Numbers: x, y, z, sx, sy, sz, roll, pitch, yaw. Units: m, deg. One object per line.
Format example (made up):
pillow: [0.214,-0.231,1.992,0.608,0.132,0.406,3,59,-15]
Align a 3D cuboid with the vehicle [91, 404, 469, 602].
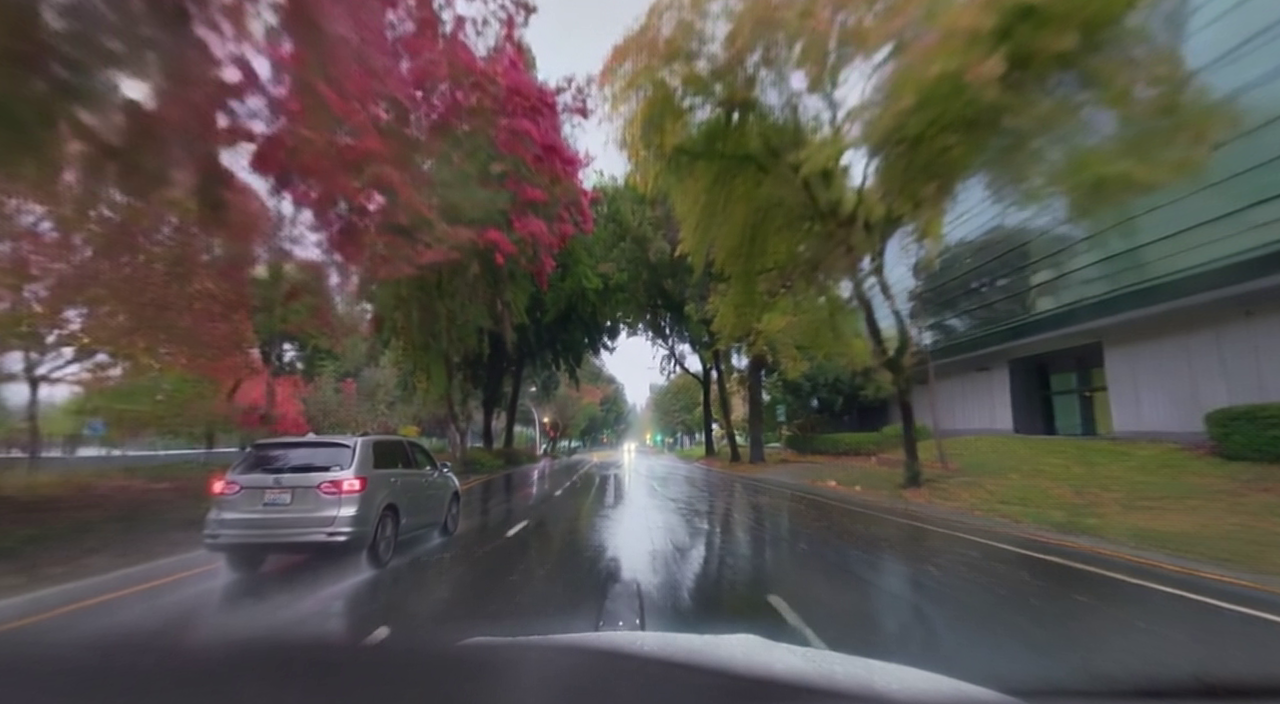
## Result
vehicle: [-3.743,1.645,7.831,2.067,1.700,4.561,0,-8,-2]
